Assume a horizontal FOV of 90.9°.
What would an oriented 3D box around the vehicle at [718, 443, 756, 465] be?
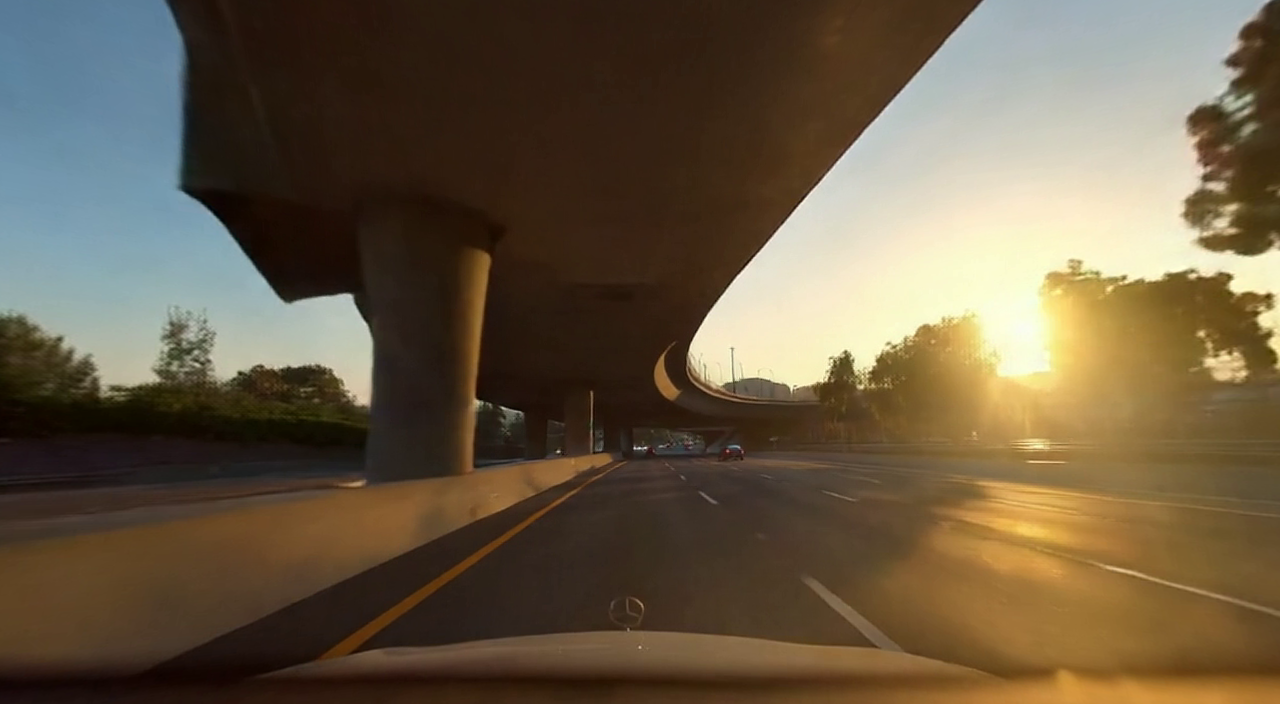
[{"bbox_3d":[6.890,7.336,45.358,2.025,1.484,4.208,-1,-9,0],"label":"vehicle"}]
